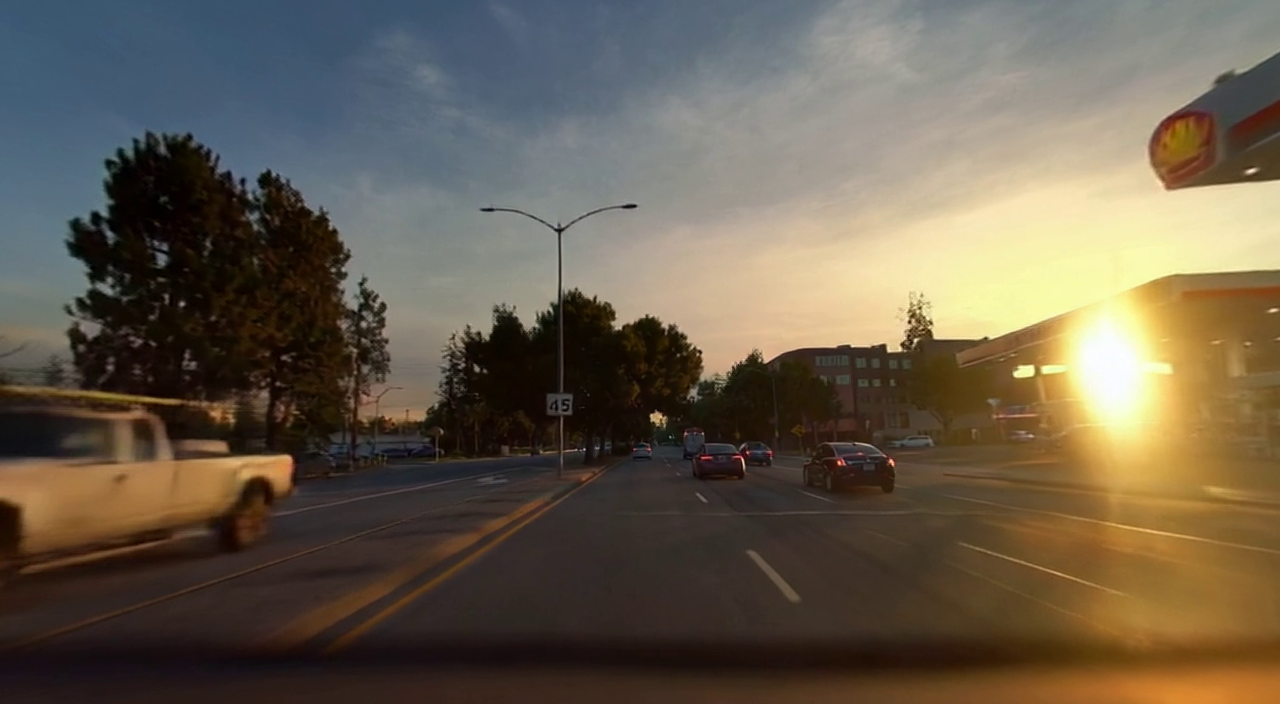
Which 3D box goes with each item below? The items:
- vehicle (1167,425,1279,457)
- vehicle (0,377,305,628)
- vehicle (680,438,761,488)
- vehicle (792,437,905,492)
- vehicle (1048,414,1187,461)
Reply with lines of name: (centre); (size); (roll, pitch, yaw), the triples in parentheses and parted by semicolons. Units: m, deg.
vehicle: (29.264, 4.481, 31.617); (1.933, 1.463, 4.033); (0, -8, 1)
vehicle: (-5.553, 1.258, 5.723); (2.016, 1.770, 5.300); (0, -8, 1)
vehicle: (2.535, 3.627, 20.940); (1.971, 1.479, 4.493); (0, -8, -2)
vehicle: (6.297, 3.421, 19.584); (1.918, 1.484, 4.456); (0, -8, -1)
vehicle: (23.808, 4.344, 31.735); (2.152, 2.069, 6.067); (-2, -8, -1)
